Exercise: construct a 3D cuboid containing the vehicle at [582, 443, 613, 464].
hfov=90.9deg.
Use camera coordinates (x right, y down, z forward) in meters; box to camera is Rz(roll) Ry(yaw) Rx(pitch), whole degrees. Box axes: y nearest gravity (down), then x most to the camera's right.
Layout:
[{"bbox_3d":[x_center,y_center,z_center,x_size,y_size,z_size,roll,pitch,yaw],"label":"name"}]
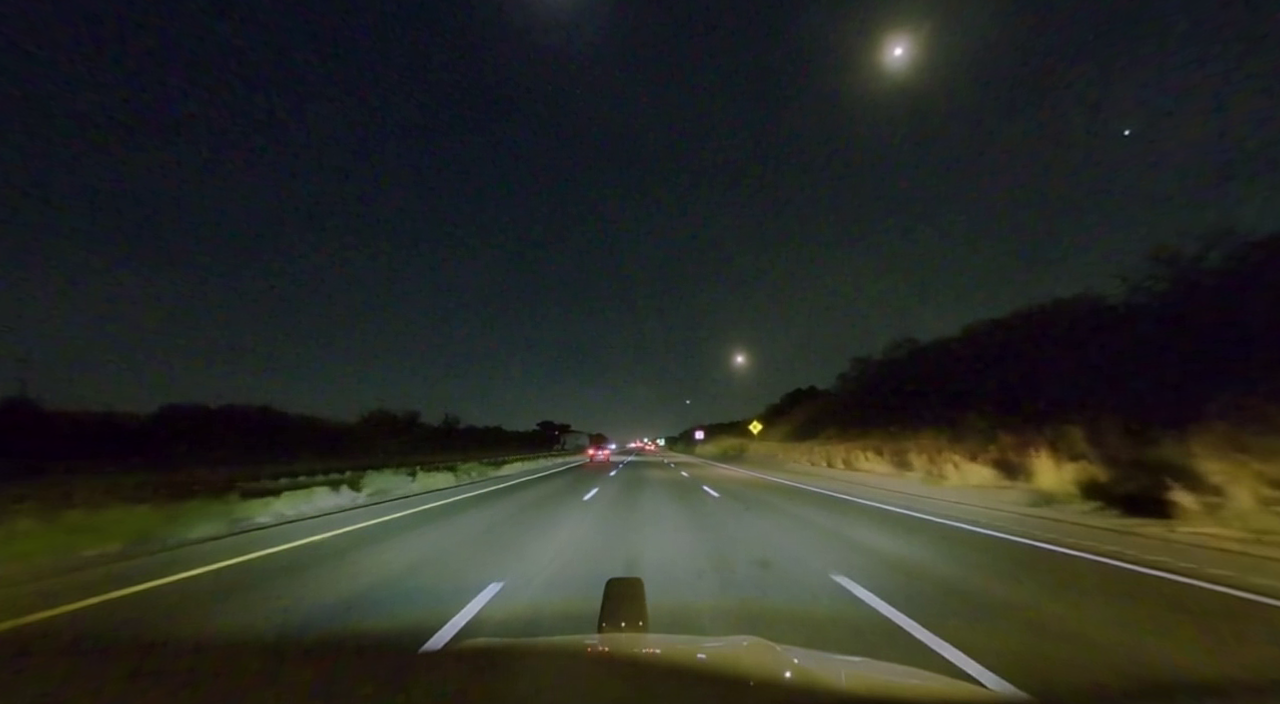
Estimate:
[{"bbox_3d":[-3.214,7.771,48.429,1.991,1.475,4.302,0,-8,1],"label":"vehicle"}]
